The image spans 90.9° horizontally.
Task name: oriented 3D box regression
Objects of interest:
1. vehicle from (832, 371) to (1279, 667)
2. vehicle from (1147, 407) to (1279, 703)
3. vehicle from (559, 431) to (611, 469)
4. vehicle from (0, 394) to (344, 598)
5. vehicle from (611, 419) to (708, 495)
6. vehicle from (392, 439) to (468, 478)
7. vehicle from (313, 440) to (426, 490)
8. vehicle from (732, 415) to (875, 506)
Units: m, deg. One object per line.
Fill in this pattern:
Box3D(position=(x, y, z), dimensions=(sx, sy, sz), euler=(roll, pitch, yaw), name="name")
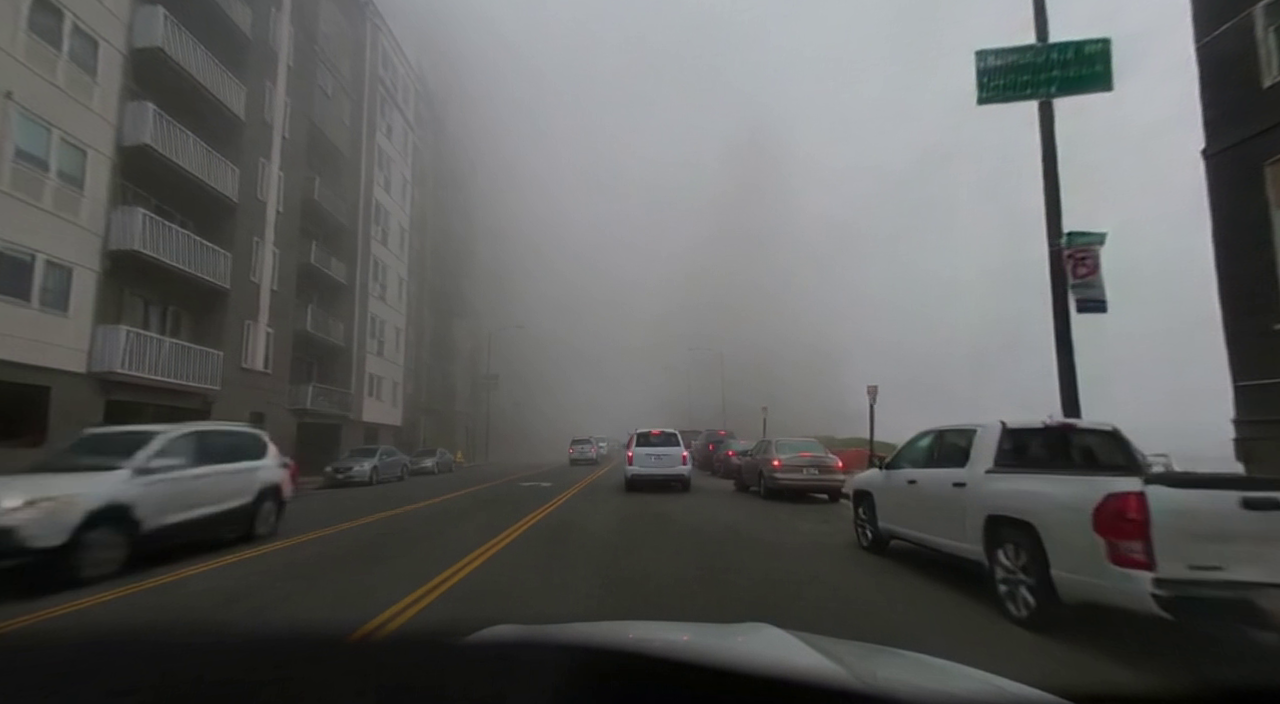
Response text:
Box3D(position=(3.673, 1.328, 6.117), dimensions=(2.076, 1.722, 4.721), euler=(0, -9, -1), name="vehicle")
Box3D(position=(3.548, 0.709, 0.897), dimensions=(2.033, 1.470, 4.502), euler=(-1, -9, 3), name="vehicle")
Box3D(position=(-2.649, 4.850, 31.315), dimensions=(2.219, 1.746, 4.197), euler=(0, -9, 0), name="vehicle")
Box3D(position=(-6.225, 1.675, 8.202), dimensions=(2.345, 1.831, 4.828), euler=(0, -9, 0), name="vehicle")
Box3D(position=(0.486, 2.767, 16.791), dimensions=(2.261, 1.740, 4.065), euler=(0, -9, 1), name="vehicle")
Box3D(position=(-9.279, 4.739, 28.255), dimensions=(1.955, 1.555, 4.424), euler=(0, -9, -1), name="vehicle")
Box3D(position=(-9.309, 3.915, 22.173), dimensions=(2.002, 1.546, 4.339), euler=(0, -9, 1), name="vehicle")
Box3D(position=(3.675, 2.564, 15.214), dimensions=(2.158, 1.828, 4.573), euler=(0, -9, -1), name="vehicle")
